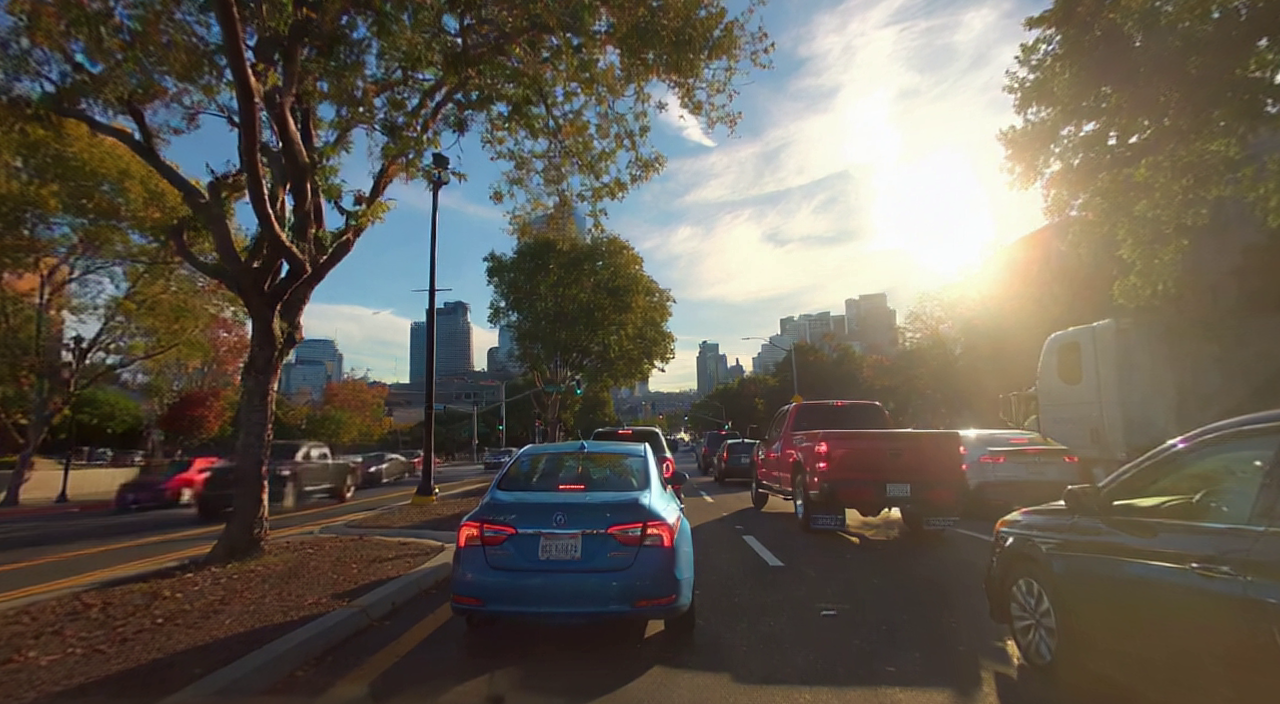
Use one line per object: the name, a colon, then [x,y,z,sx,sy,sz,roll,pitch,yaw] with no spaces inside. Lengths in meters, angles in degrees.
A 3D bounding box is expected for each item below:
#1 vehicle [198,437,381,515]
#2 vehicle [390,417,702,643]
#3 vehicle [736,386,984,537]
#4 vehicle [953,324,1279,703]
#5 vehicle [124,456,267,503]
vehicle: [-8.816,3.116,16.409,1.986,1.712,4.686,0,-9,1]
vehicle: [-0.581,1.504,6.331,2.111,1.506,4.018,0,-9,2]
vehicle: [3.517,1.959,11.710,2.444,2.098,5.766,0,-9,-1]
vehicle: [3.160,0.763,2.079,1.982,1.709,4.427,0,-9,1]
vehicle: [-16.460,4.689,23.587,1.921,1.499,4.566,0,-9,2]
